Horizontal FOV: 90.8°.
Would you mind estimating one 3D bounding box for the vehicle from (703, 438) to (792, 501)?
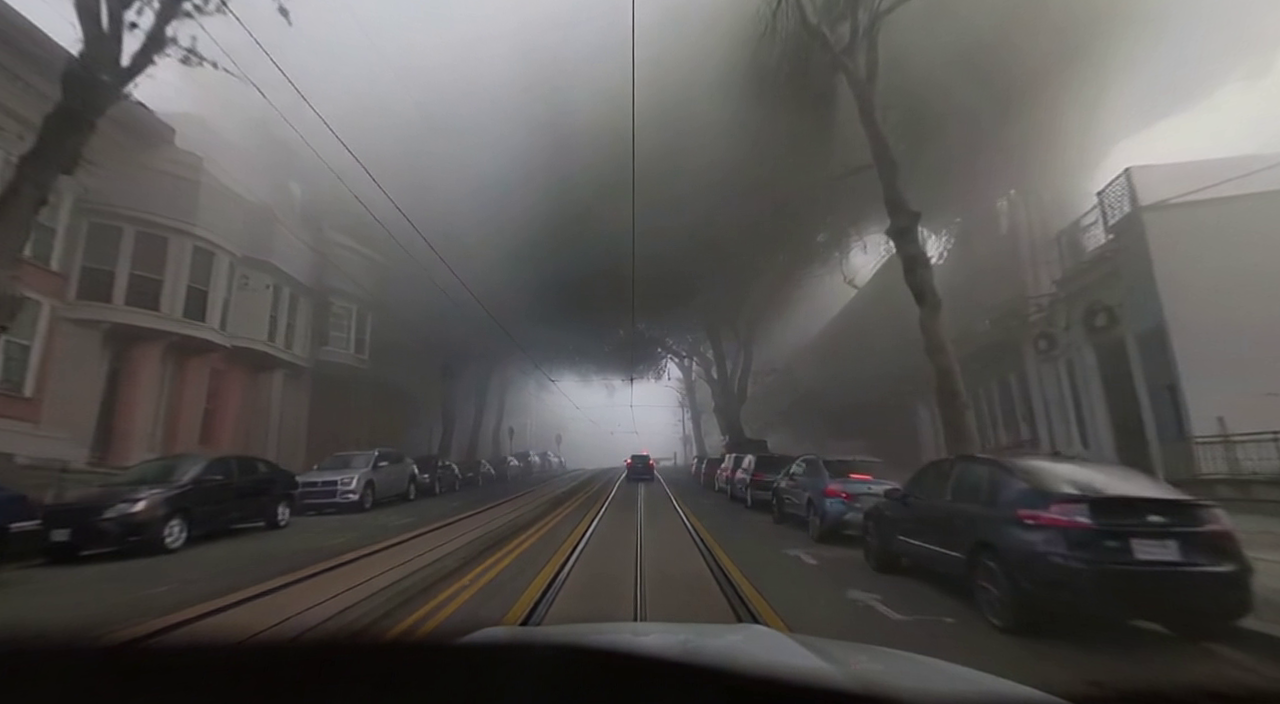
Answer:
[{"bbox_3d":[3.806,4.266,23.695,2.242,2.000,6.340,1,-8,0],"label":"vehicle"}]

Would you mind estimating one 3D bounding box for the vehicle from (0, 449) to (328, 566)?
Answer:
[{"bbox_3d":[-7.374,2.389,10.654,1.833,1.477,4.851,0,-9,-1],"label":"vehicle"}]

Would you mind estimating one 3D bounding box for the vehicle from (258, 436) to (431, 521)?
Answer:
[{"bbox_3d":[-7.307,3.145,16.369,2.049,1.821,5.066,0,-9,-1],"label":"vehicle"}]

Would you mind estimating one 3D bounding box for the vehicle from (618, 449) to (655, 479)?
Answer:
[{"bbox_3d":[-0.189,6.211,35.292,1.984,1.571,3.404,0,-9,0],"label":"vehicle"}]

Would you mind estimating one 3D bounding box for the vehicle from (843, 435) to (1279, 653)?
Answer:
[{"bbox_3d":[3.886,1.723,6.802,1.890,1.559,4.281,0,-9,-1],"label":"vehicle"}]
